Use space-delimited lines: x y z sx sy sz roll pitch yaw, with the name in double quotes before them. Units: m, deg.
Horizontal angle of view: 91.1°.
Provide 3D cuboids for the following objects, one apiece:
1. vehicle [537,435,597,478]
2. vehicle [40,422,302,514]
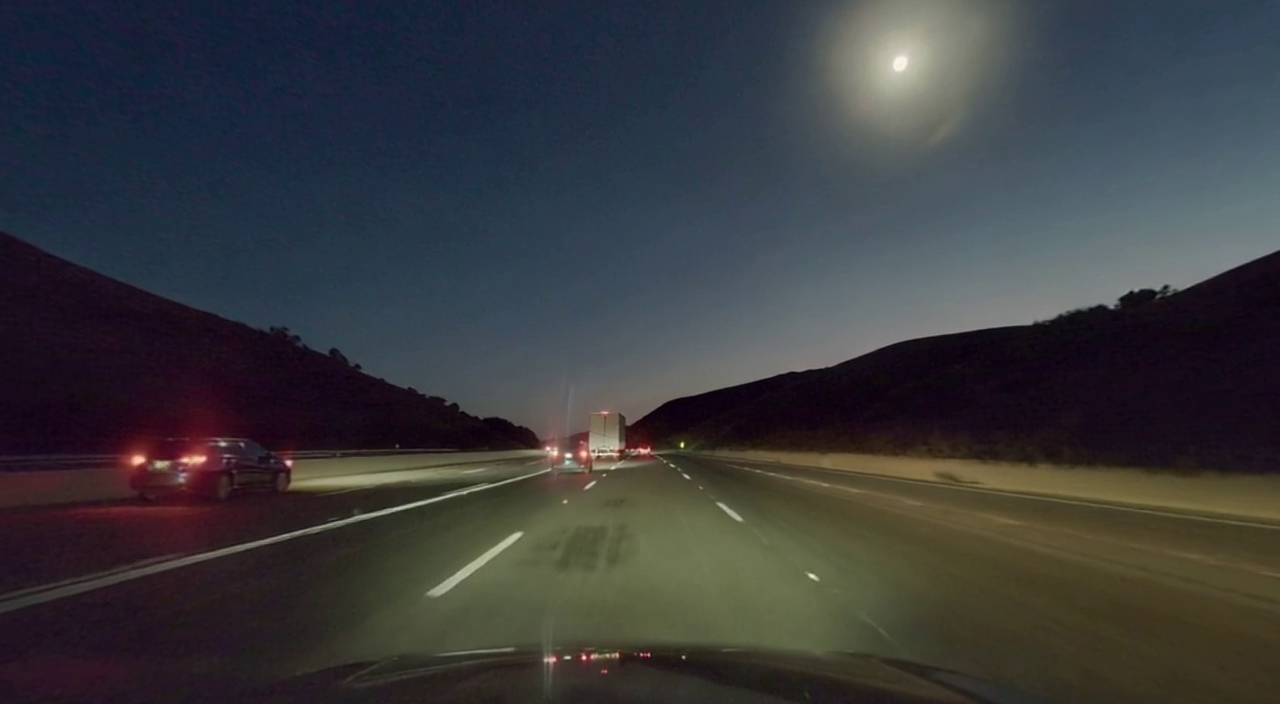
"vehicle" -3.137 4.588 27.863 2.099 1.734 4.413 0 -8 0
"vehicle" -10.922 2.738 15.417 2.130 1.828 5.523 0 -8 0
